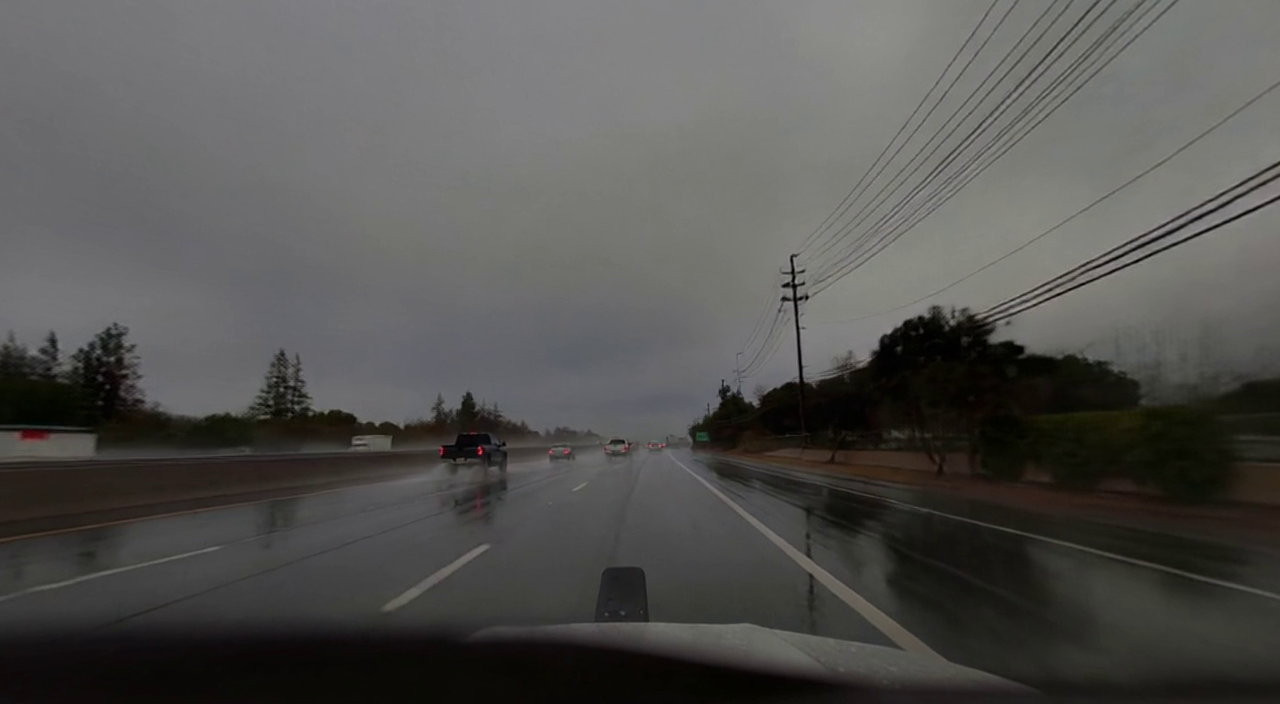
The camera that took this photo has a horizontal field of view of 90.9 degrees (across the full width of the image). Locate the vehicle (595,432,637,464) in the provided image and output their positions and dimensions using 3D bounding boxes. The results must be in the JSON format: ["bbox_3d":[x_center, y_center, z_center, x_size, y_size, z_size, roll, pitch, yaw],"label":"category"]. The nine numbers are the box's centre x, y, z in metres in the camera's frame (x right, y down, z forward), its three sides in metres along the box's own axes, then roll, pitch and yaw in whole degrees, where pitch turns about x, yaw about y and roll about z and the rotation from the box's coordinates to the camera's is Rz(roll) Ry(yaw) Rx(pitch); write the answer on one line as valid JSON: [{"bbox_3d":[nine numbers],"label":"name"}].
[{"bbox_3d":[-1.556,6.591,43.383,2.448,2.025,5.193,-1,-8,3],"label":"vehicle"}]

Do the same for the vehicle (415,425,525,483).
[{"bbox_3d":[-6.559,4.040,25.382,2.460,1.992,6.474,0,-8,1],"label":"vehicle"}]
